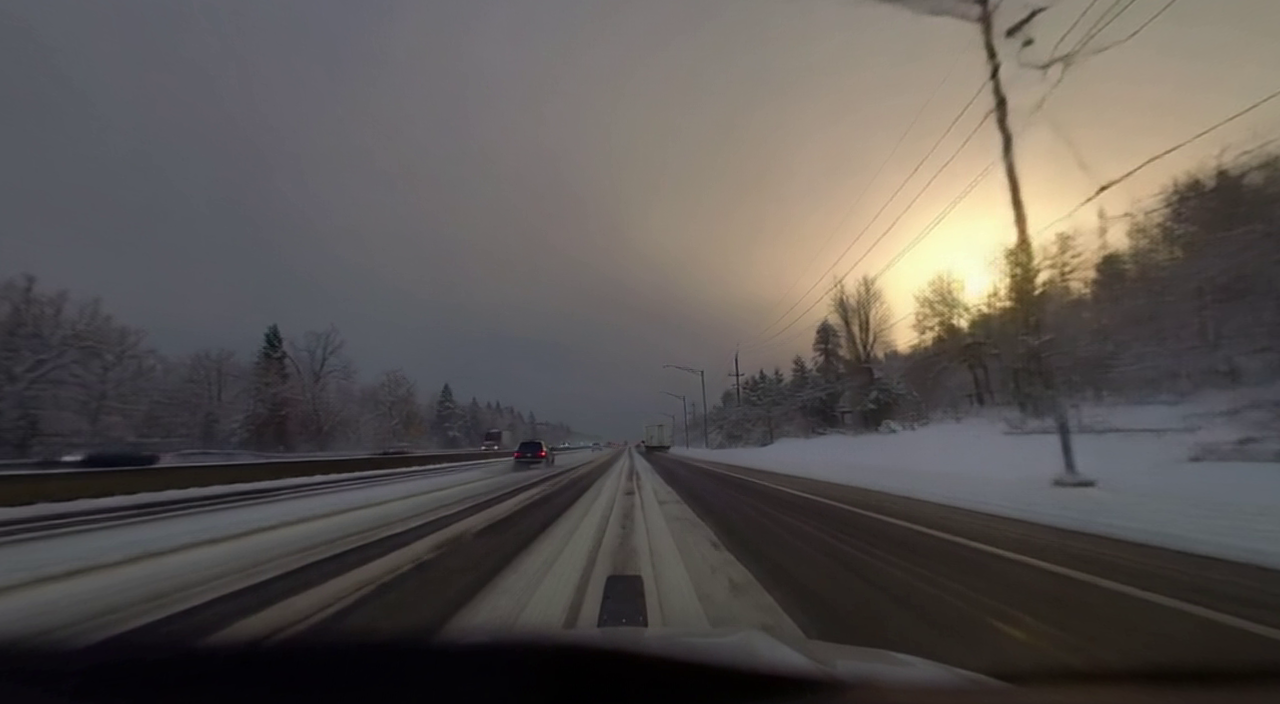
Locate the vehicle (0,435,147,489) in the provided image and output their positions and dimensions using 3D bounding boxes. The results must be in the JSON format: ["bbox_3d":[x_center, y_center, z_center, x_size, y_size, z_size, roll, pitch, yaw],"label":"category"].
[{"bbox_3d":[-20.318,3.800,22.200,2.079,1.662,4.800,0,-8,-1],"label":"vehicle"}]

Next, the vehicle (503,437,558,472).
[{"bbox_3d":[-5.486,5.207,32.169,2.064,1.642,4.389,0,-8,0],"label":"vehicle"}]
